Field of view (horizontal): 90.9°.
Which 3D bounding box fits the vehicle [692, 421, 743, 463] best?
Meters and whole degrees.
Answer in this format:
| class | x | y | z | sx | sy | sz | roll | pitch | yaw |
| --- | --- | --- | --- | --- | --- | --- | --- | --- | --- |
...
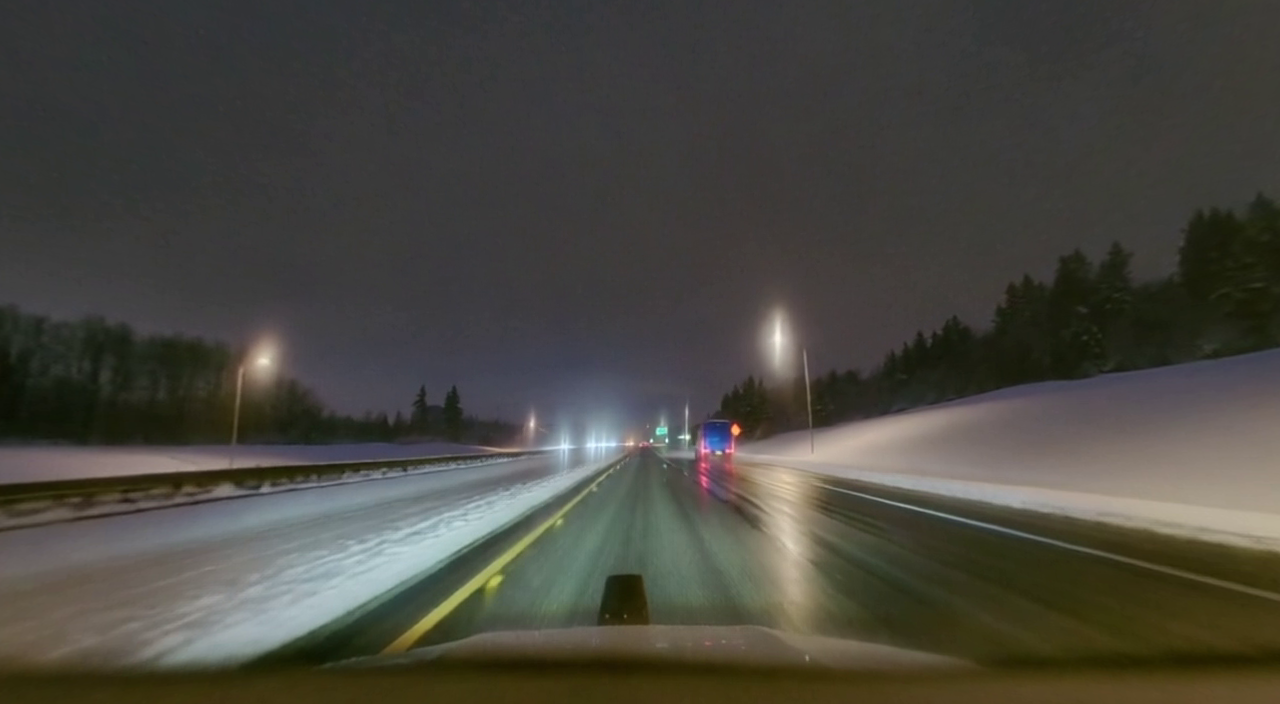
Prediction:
| class | x | y | z | sx | sy | sz | roll | pitch | yaw |
| --- | --- | --- | --- | --- | --- | --- | --- | --- | --- |
| vehicle | 4.869 | 5.809 | 40.642 | 2.430 | 2.495 | 6.062 | 0 | -8 | -1 |
